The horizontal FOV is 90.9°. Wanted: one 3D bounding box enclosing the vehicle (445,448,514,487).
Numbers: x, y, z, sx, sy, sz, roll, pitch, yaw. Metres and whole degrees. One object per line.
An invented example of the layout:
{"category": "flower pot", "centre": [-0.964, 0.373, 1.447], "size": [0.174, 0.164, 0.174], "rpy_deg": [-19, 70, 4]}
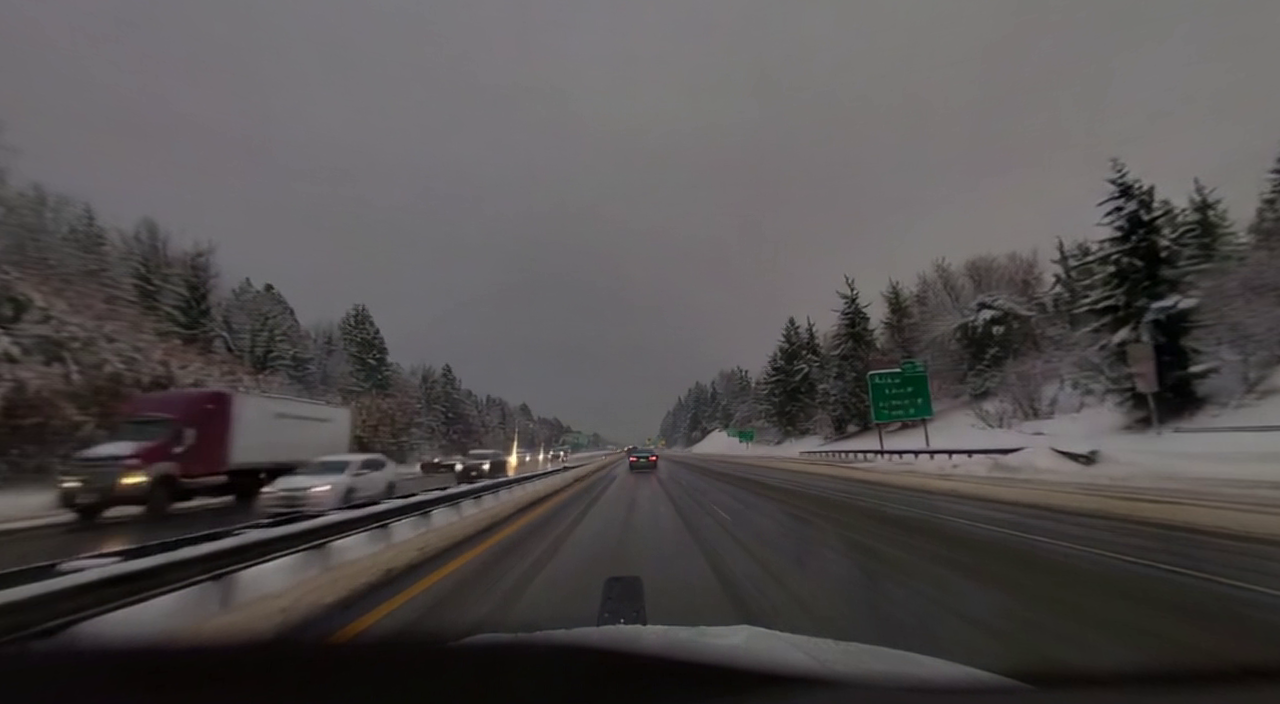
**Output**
{"category": "vehicle", "centre": [-7.324, 5.299, 29.255], "size": [2.055, 1.633, 4.239], "rpy_deg": [0, -9, 0]}

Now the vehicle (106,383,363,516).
{"category": "vehicle", "centre": [-14.838, 3.818, 24.821], "size": [2.967, 4.046, 10.700], "rpy_deg": [0, -9, 0]}

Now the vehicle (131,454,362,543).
{"category": "vehicle", "centre": [-8.072, 3.002, 13.638], "size": [1.920, 1.533, 4.730], "rpy_deg": [0, -9, 0]}

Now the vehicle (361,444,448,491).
{"category": "vehicle", "centre": [-10.968, 5.382, 29.828], "size": [2.131, 1.986, 5.151], "rpy_deg": [0, -9, 0]}

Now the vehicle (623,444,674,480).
{"category": "vehicle", "centre": [0.351, 5.071, 29.229], "size": [2.177, 1.520, 4.278], "rpy_deg": [0, -9, 0]}
